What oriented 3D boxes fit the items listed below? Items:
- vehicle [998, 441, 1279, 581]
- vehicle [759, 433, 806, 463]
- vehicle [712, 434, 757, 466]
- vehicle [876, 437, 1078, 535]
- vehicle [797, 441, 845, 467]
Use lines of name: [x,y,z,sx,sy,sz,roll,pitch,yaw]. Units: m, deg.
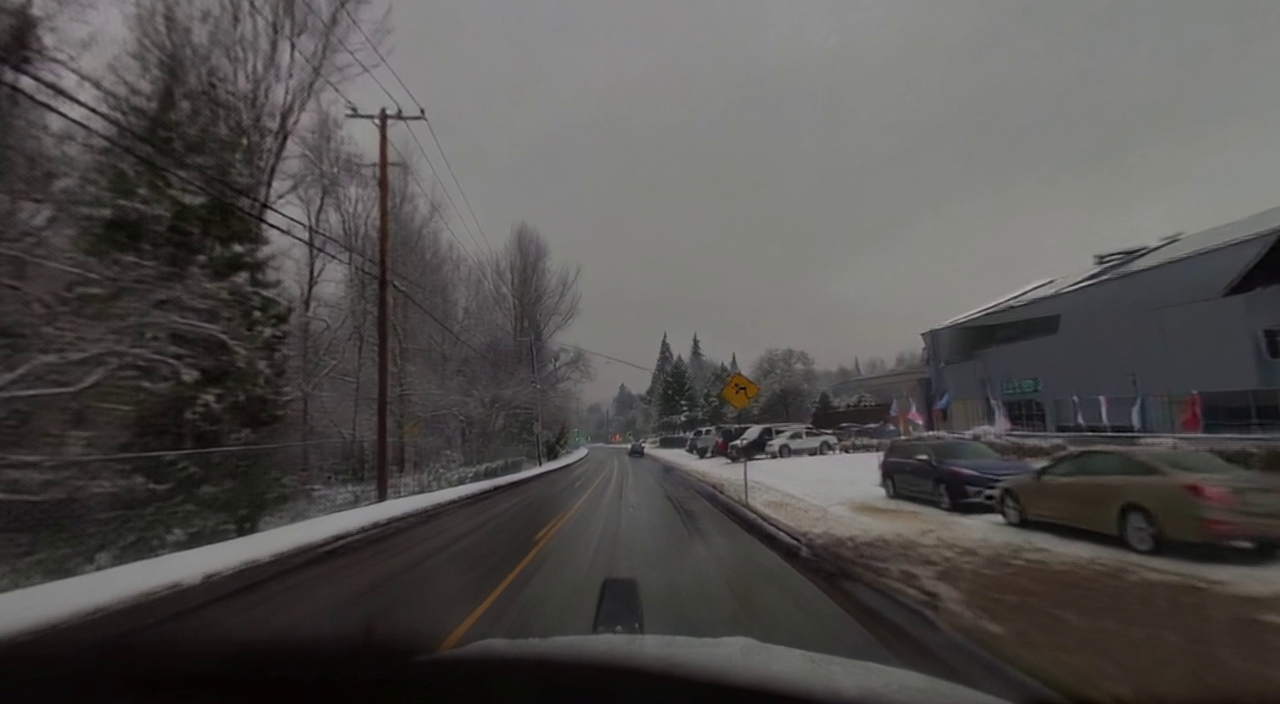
vehicle: [7.313,2.042,8.931,1.909,1.496,4.079,0,-9,-2]
vehicle: [8.551,5.829,38.111,1.924,1.713,4.627,-1,-9,2]
vehicle: [5.754,6.051,38.956,1.977,1.860,4.237,0,-9,-2]
vehicle: [7.023,2.760,13.747,1.961,1.648,4.260,-1,-7,-1]
vehicle: [11.050,6.264,38.539,1.819,1.494,3.834,0,-9,1]
